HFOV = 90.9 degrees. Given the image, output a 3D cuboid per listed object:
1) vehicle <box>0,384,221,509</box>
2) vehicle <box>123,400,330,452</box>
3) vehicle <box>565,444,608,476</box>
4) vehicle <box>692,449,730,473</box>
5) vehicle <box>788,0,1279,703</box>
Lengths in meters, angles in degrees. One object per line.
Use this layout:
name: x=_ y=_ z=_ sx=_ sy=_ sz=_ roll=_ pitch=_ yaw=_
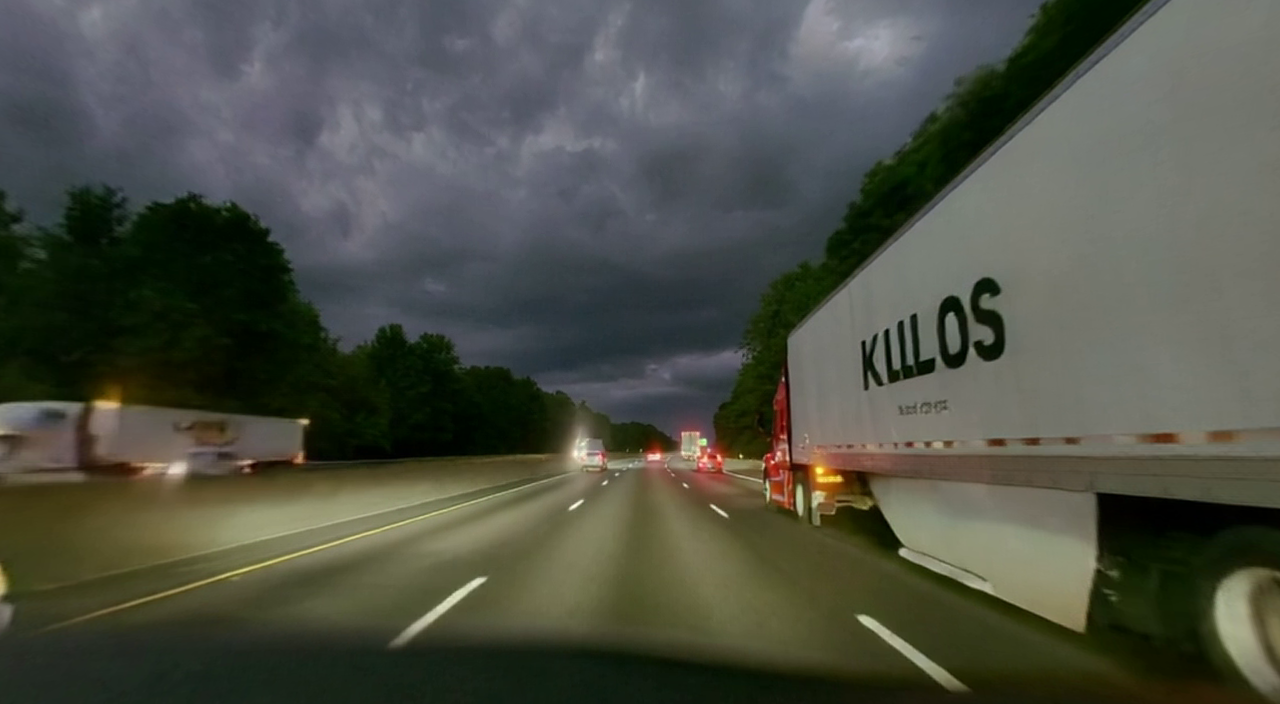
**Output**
vehicle: x=-20.170 y=3.374 z=22.262 sx=2.915 sy=3.605 sz=11.295 roll=0 pitch=-9 yaw=0
vehicle: x=-20.139 y=3.857 z=32.214 sx=2.889 sy=2.056 sz=11.964 roll=-2 pitch=-7 yaw=-1
vehicle: x=-2.971 y=6.156 z=35.952 sx=2.017 sy=1.683 sz=4.309 roll=0 pitch=-9 yaw=1
vehicle: x=4.926 y=7.614 z=44.204 sx=2.176 sy=1.598 sz=3.878 roll=0 pitch=-9 yaw=0
vehicle: x=4.339 y=0.298 z=6.631 sx=2.914 sy=3.998 sz=11.103 roll=0 pitch=-9 yaw=0
